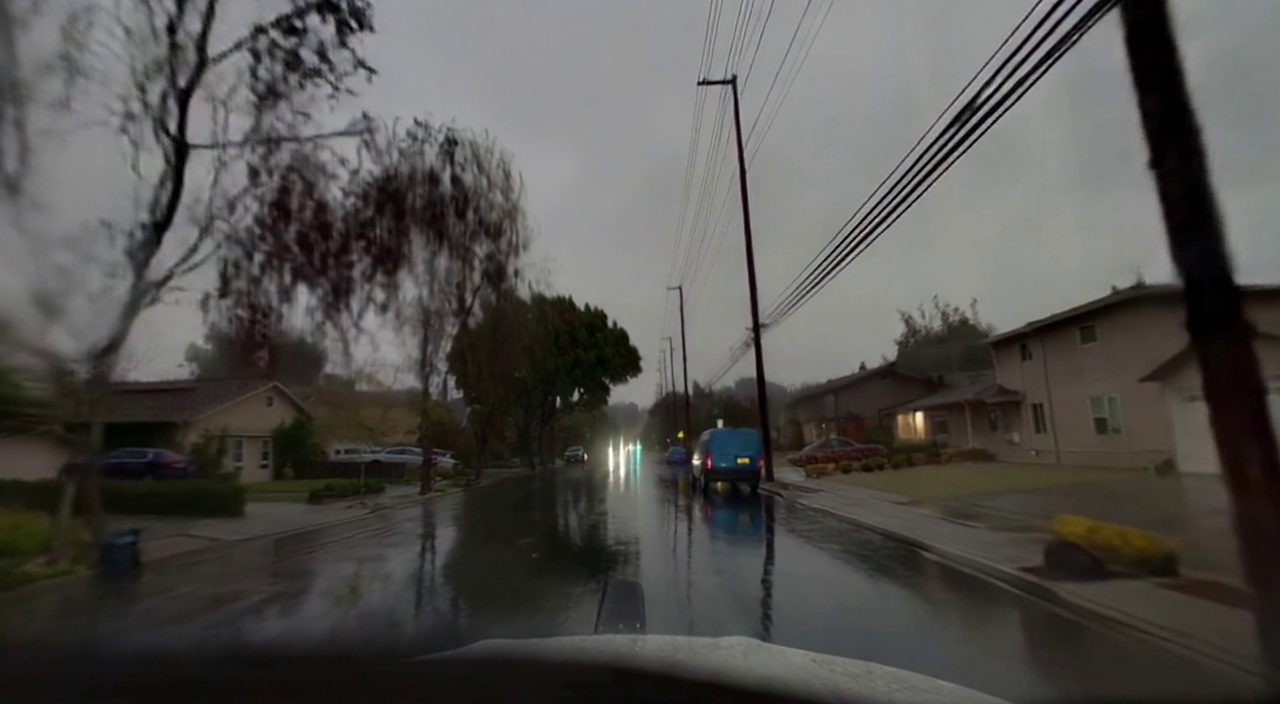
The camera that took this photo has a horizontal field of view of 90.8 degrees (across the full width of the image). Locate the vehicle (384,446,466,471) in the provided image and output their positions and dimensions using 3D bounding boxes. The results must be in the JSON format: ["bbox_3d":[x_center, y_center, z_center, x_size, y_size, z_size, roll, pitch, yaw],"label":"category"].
[{"bbox_3d":[-13.341,6.595,39.371,4.443,1.475,1.932,0,-9,-2],"label":"vehicle"}]

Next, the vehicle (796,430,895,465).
[{"bbox_3d":[10.965,5.127,33.872,4.602,1.799,1.859,0,-9,-1],"label":"vehicle"}]

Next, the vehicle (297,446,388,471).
[{"bbox_3d":[-18.355,6.588,39.134,4.615,1.482,2.073,0,-8,0],"label":"vehicle"}]

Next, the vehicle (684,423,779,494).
[{"bbox_3d":[2.900,3.552,21.372,2.311,2.069,5.156,0,-9,-1],"label":"vehicle"}]

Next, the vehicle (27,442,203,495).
[{"bbox_3d":[-18.480,4.093,22.413,4.414,1.731,2.008,-1,-8,0],"label":"vehicle"}]
